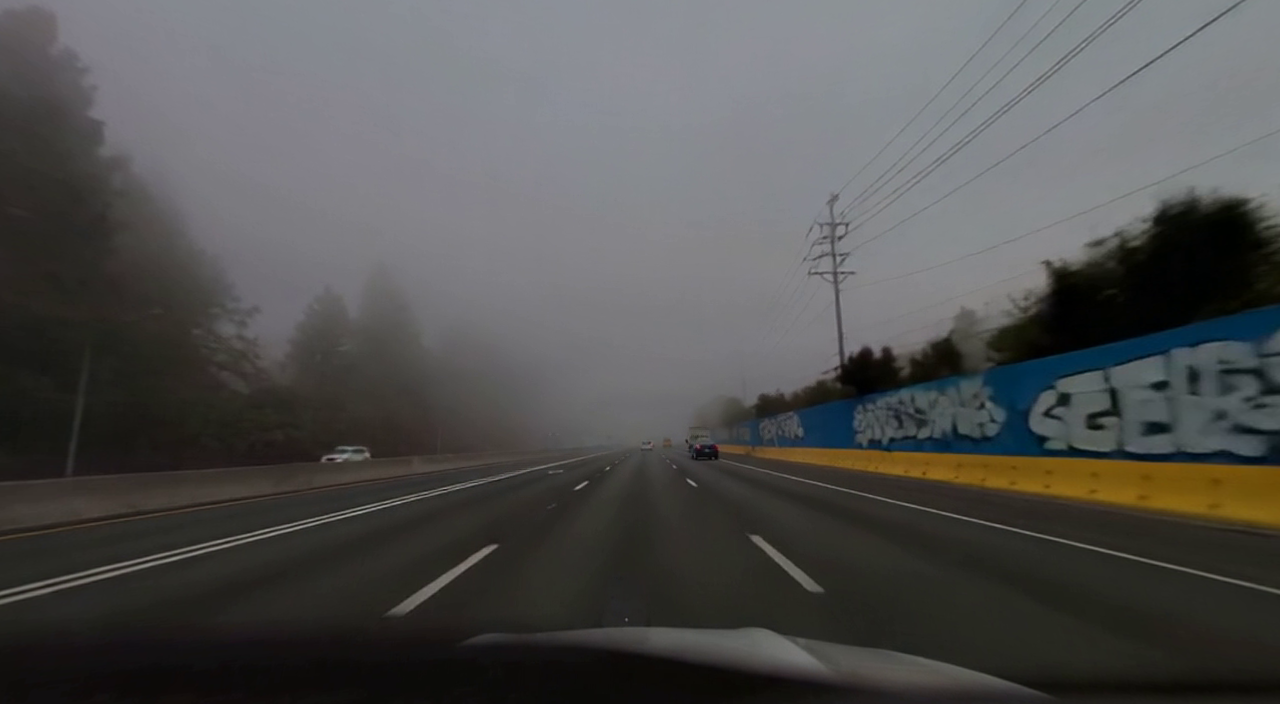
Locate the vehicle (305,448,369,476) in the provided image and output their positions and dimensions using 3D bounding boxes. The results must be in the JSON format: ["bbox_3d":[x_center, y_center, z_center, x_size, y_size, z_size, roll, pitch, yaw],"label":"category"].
[{"bbox_3d":[-19.356,7.018,40.387,1.898,1.616,4.330,0,-8,1],"label":"vehicle"}]

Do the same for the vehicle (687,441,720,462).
[{"bbox_3d":[4.630,7.311,46.407,1.991,1.494,3.951,0,-8,0],"label":"vehicle"}]
